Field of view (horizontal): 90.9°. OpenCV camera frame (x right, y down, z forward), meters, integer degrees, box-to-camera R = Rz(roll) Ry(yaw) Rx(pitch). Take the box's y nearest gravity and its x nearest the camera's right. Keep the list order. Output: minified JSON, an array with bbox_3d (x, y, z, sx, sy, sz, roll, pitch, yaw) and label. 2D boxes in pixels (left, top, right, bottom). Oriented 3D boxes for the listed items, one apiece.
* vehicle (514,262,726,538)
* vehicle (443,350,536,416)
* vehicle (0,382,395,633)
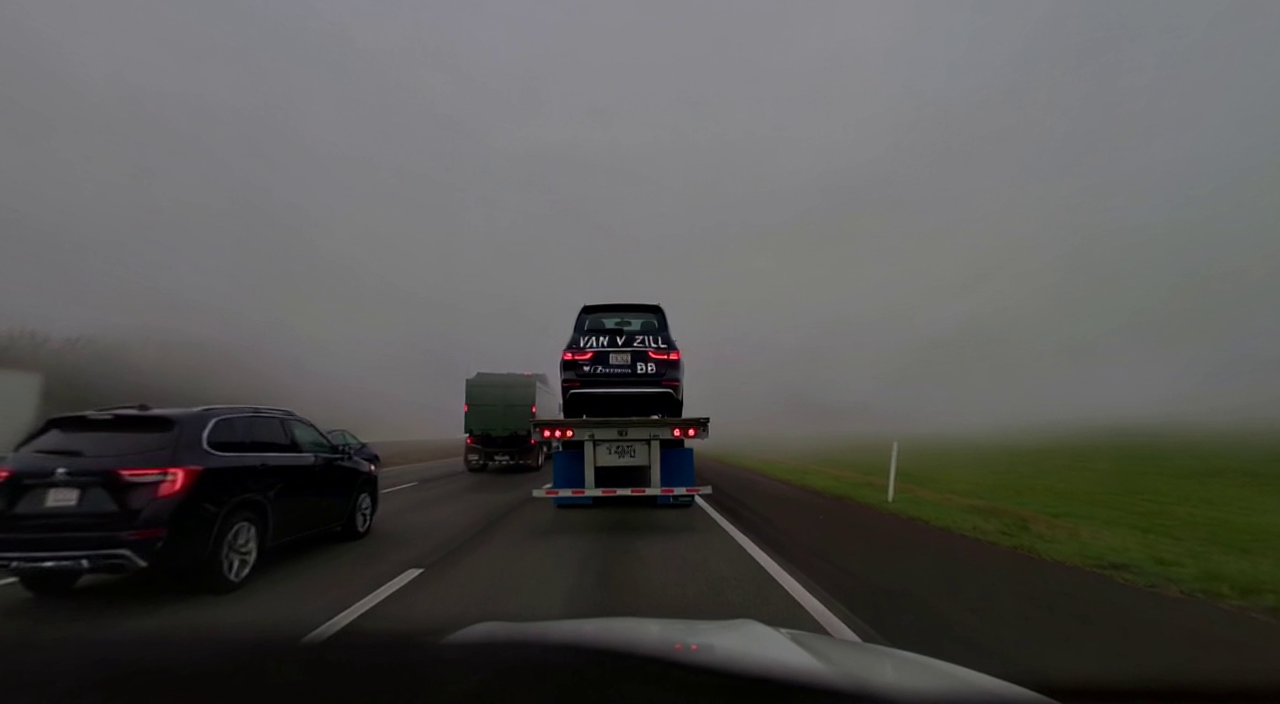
[{"bbox_3d":[-0.395,1.184,12.929,2.738,3.628,9.223,0,-7,-2],"label":"vehicle"},{"bbox_3d":[-4.815,1.138,20.871,2.118,1.799,4.591,0,-7,-3],"label":"vehicle"},{"bbox_3d":[-4.288,1.323,6.451,1.914,1.675,4.331,0,-7,-2],"label":"vehicle"}]
